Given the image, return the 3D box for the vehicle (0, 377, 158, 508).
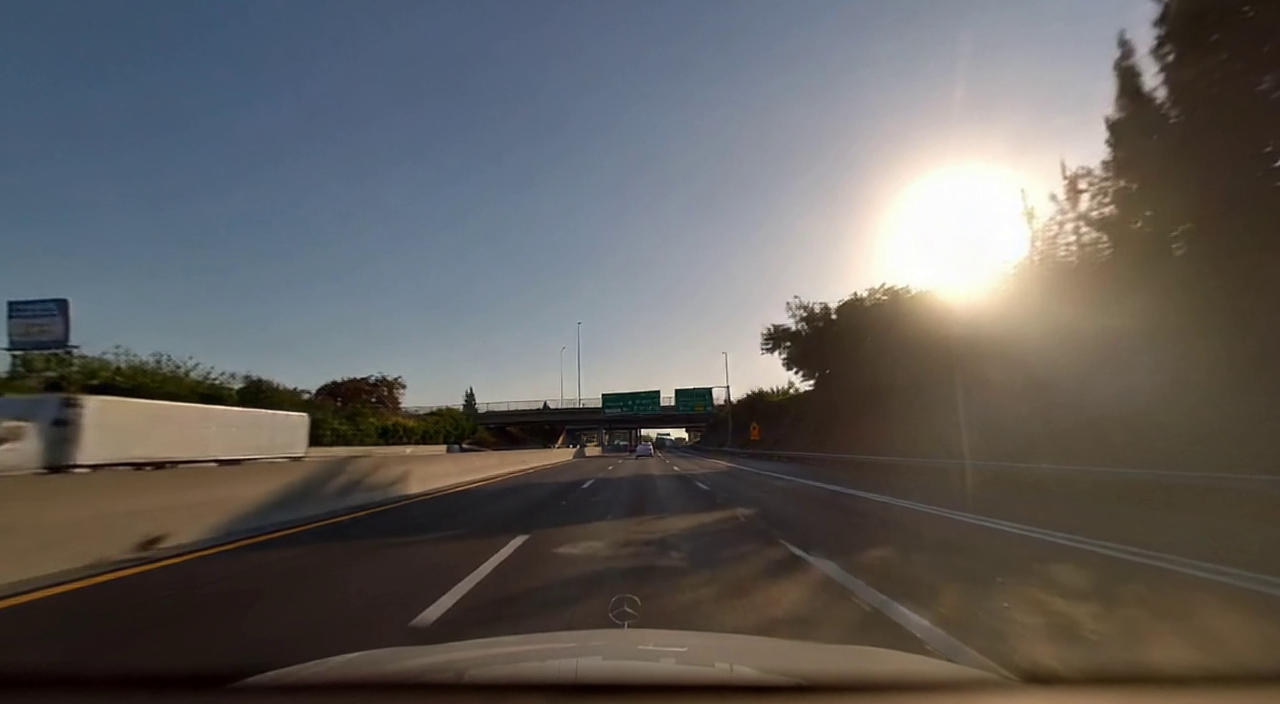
[{"bbox_3d":[-20.531,3.108,21.500,2.951,3.866,6.101,0,-8,0],"label":"vehicle"}]
